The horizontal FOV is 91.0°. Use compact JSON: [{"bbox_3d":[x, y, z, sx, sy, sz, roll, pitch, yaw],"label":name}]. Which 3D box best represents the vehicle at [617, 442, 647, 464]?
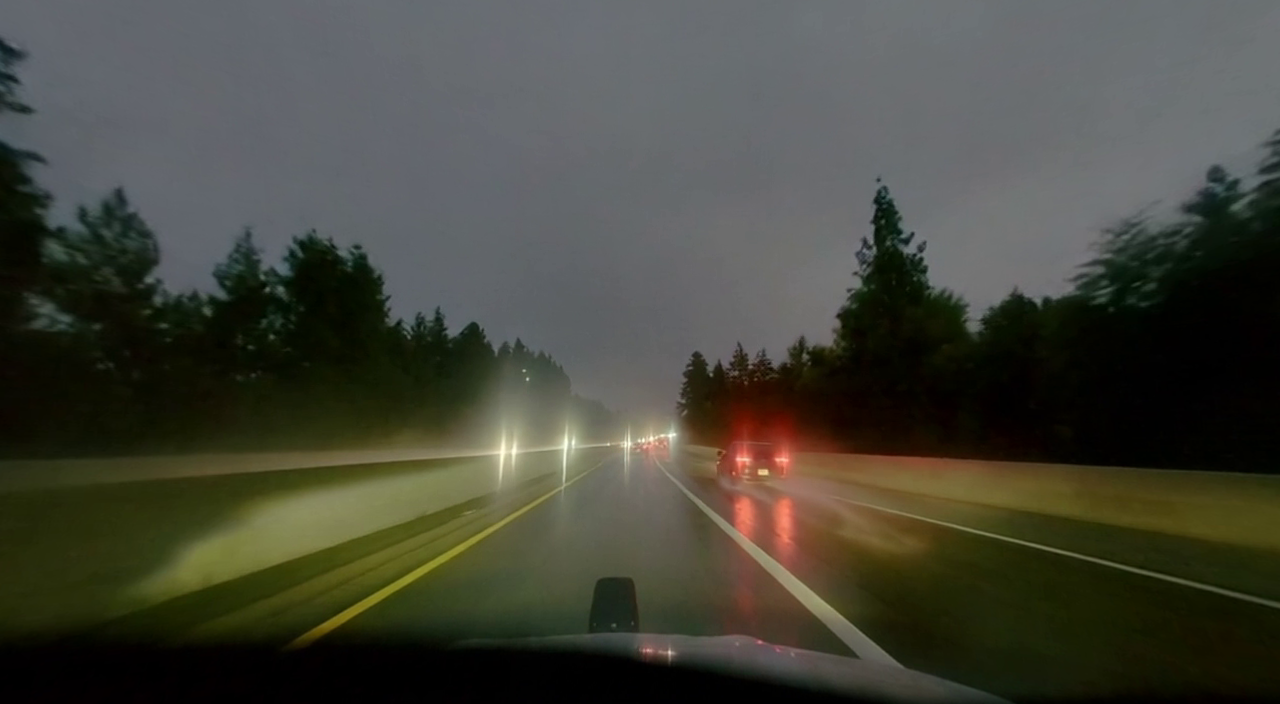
[{"bbox_3d":[-0.610,7.697,48.258,2.178,1.559,4.254,-1,-8,-1],"label":"vehicle"}]

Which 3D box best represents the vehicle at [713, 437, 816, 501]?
[{"bbox_3d":[3.321,3.187,17.602,2.146,1.546,3.796,-1,-8,1],"label":"vehicle"}]
